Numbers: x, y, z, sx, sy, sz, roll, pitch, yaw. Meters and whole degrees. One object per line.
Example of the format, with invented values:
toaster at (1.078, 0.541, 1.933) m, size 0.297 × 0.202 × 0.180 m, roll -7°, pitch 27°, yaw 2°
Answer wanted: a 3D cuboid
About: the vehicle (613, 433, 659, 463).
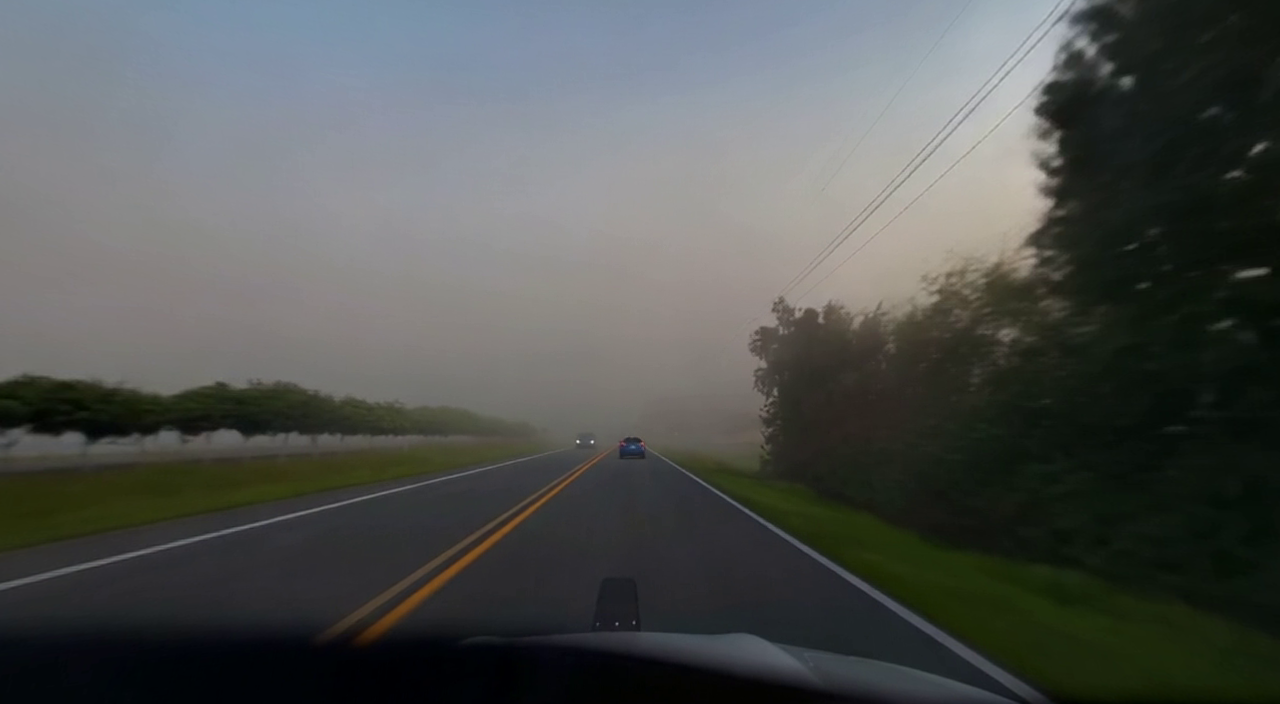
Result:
vehicle at (-0.231, 4.982, 33.057) m, size 2.241 × 1.471 × 3.829 m, roll 0°, pitch -8°, yaw -1°
